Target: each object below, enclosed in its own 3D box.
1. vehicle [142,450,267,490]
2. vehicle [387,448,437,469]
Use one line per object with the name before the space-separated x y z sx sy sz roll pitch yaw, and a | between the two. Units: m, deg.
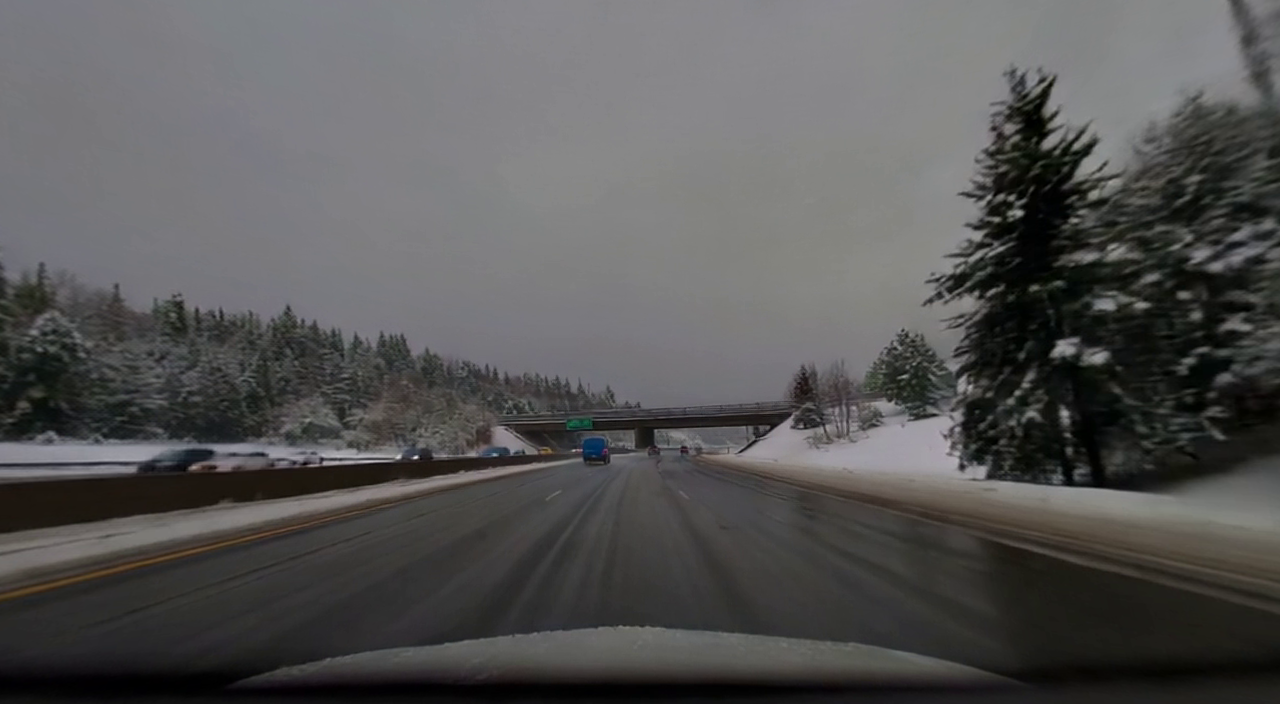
vehicle | -17.976 4.857 26.395 1.969 1.480 4.473 0 -8 1
vehicle | -17.263 8.087 48.020 1.905 1.474 4.495 -1 -8 3
